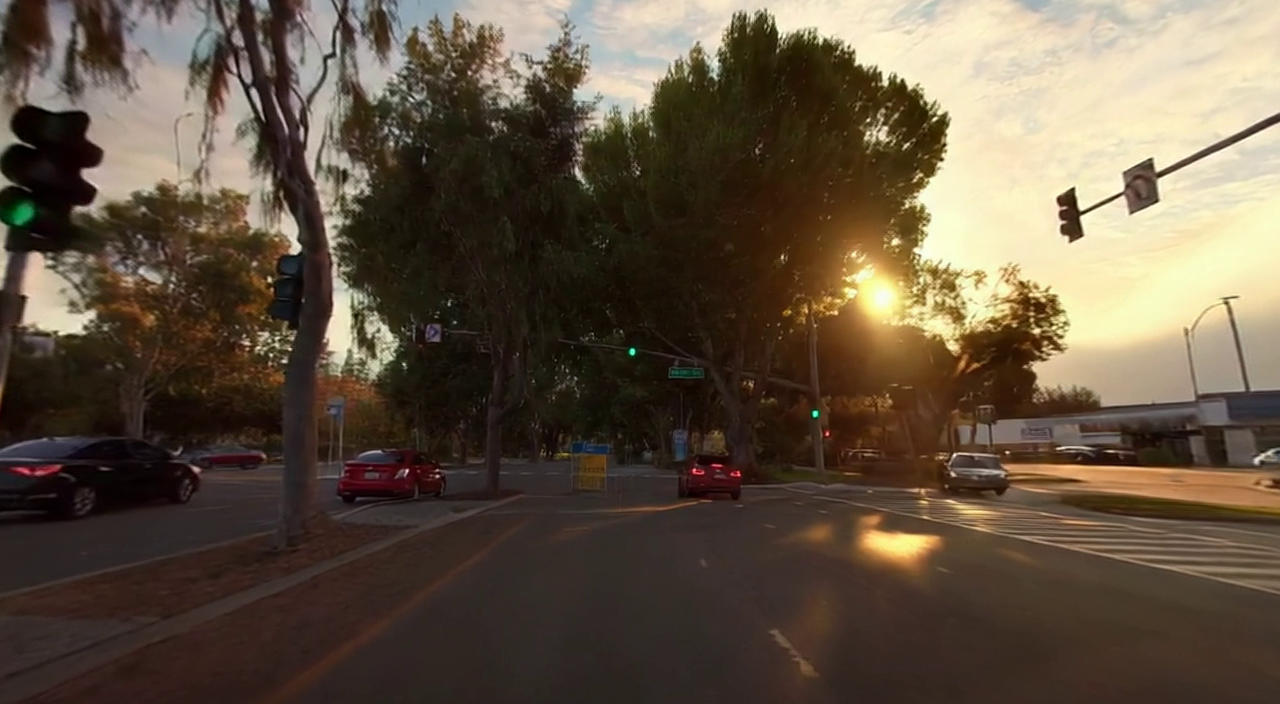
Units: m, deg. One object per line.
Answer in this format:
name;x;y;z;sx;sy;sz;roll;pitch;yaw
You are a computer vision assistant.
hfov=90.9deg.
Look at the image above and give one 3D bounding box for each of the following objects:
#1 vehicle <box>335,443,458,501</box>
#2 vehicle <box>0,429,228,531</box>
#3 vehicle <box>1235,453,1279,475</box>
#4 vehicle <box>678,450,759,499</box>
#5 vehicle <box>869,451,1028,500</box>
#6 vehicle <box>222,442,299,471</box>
vehicle;-7.020;3.475;18.745;1.995;1.470;4.556;0;-8;-2
vehicle;-10.185;2.253;11.748;1.979;1.494;4.693;0;-8;-2
vehicle;43.795;7.687;43.425;1.723;1.431;3.880;0;-8;-1
vehicle;2.586;4.171;21.942;1.940;1.487;4.562;0;-8;-4
vehicle;10.576;4.199;21.710;4.703;1.492;1.930;2;-9;-14
vehicle;-23.364;6.425;39.044;2.018;1.687;4.453;0;-8;-1
